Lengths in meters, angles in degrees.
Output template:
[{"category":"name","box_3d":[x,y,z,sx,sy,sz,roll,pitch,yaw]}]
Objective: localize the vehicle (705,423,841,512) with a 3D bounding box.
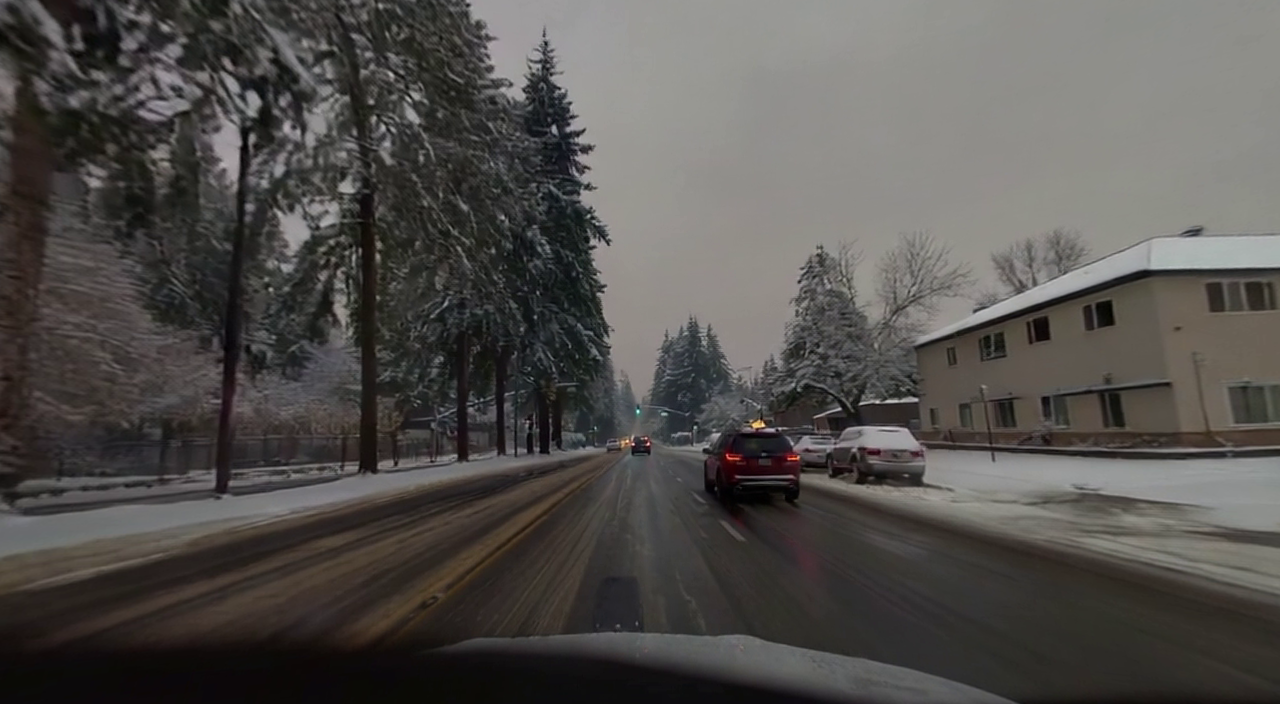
[{"category":"vehicle","box_3d":[2.725,2.467,13.924,2.022,1.656,4.025,0,-8,-2]}]

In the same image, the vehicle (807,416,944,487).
[{"category":"vehicle","box_3d":[7.488,3.265,20.904,2.259,1.990,5.752,0,-8,-1]}]
